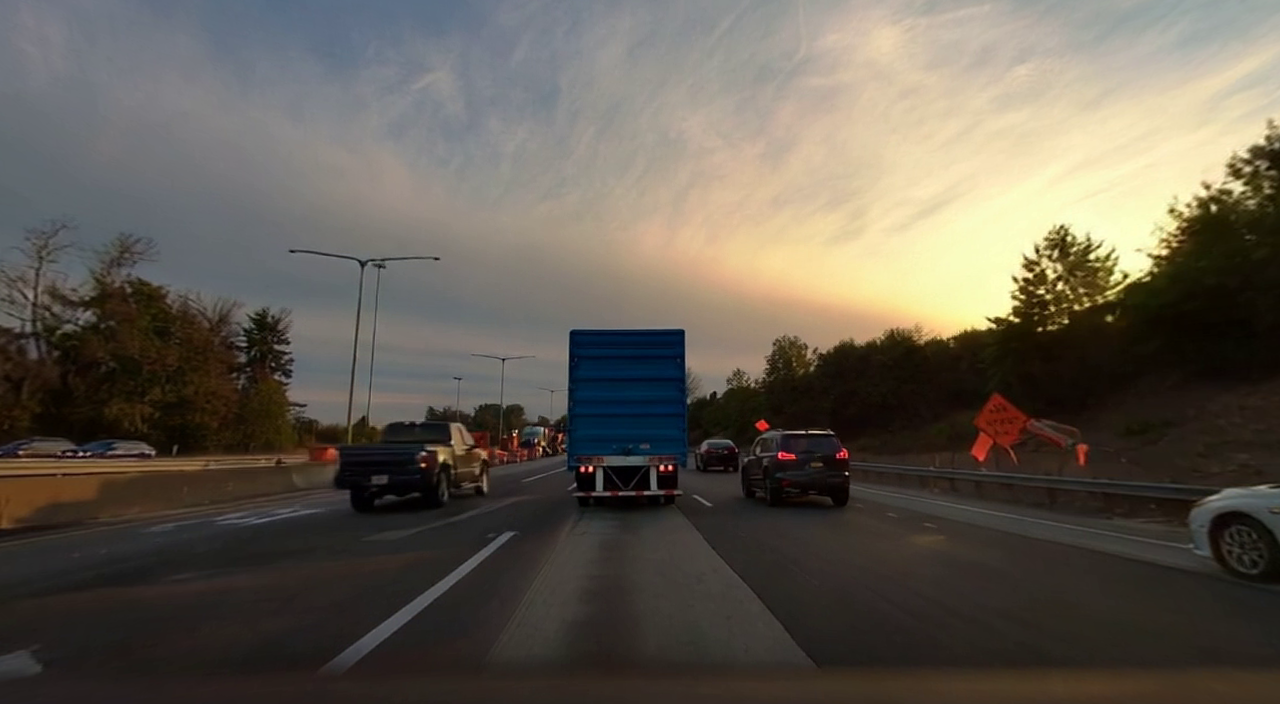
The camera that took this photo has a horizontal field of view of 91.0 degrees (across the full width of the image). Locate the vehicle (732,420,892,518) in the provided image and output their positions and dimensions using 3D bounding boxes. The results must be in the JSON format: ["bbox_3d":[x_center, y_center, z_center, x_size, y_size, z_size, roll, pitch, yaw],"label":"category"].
[{"bbox_3d":[3.387,2.410,13.387,2.103,1.713,4.173,1,-9,-2],"label":"vehicle"}]

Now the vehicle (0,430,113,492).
[{"bbox_3d":[-21.331,3.734,22.014,4.632,1.852,2.033,0,-8,16],"label":"vehicle"}]

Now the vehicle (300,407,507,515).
[{"bbox_3d":[-5.005,2.465,14.667,2.421,1.965,5.980,0,-9,1],"label":"vehicle"}]

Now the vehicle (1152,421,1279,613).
[{"bbox_3d":[6.724,1.256,4.283,2.070,1.632,4.774,2,-9,-8],"label":"vehicle"}]

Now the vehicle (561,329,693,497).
[{"bbox_3d":[-0.475,2.170,19.862,3.067,3.940,10.154,1,-9,-2],"label":"vehicle"}]
